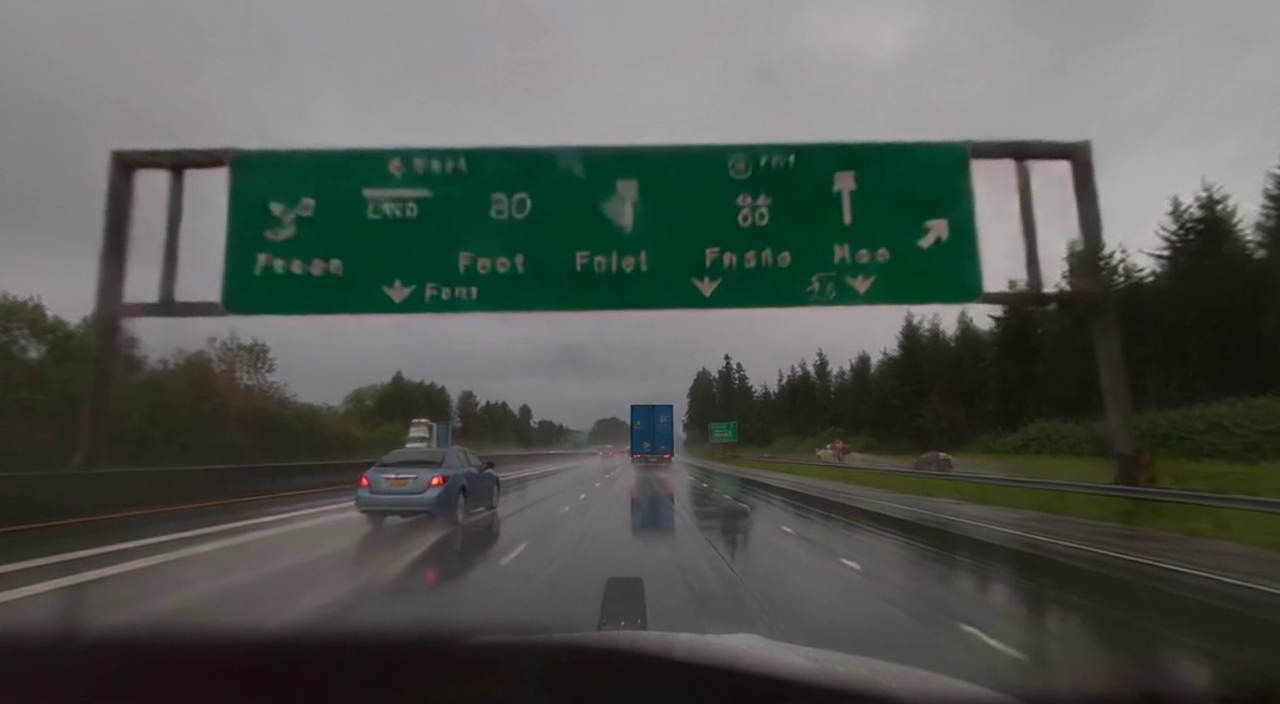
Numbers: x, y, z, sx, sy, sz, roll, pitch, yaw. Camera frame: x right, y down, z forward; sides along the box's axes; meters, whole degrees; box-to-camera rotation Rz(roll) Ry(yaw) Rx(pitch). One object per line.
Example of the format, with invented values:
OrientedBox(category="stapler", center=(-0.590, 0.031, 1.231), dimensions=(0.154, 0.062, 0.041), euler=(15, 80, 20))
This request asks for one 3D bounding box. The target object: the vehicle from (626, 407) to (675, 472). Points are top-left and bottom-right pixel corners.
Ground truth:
OrientedBox(category="vehicle", center=(0.674, 6.244, 44.513), dimensions=(3.022, 4.072, 10.318), euler=(0, -9, 0))

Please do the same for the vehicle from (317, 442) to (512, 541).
OrientedBox(category="vehicle", center=(-3.849, 2.432, 11.743), dimensions=(1.931, 1.466, 4.458), euler=(0, -9, 1))
